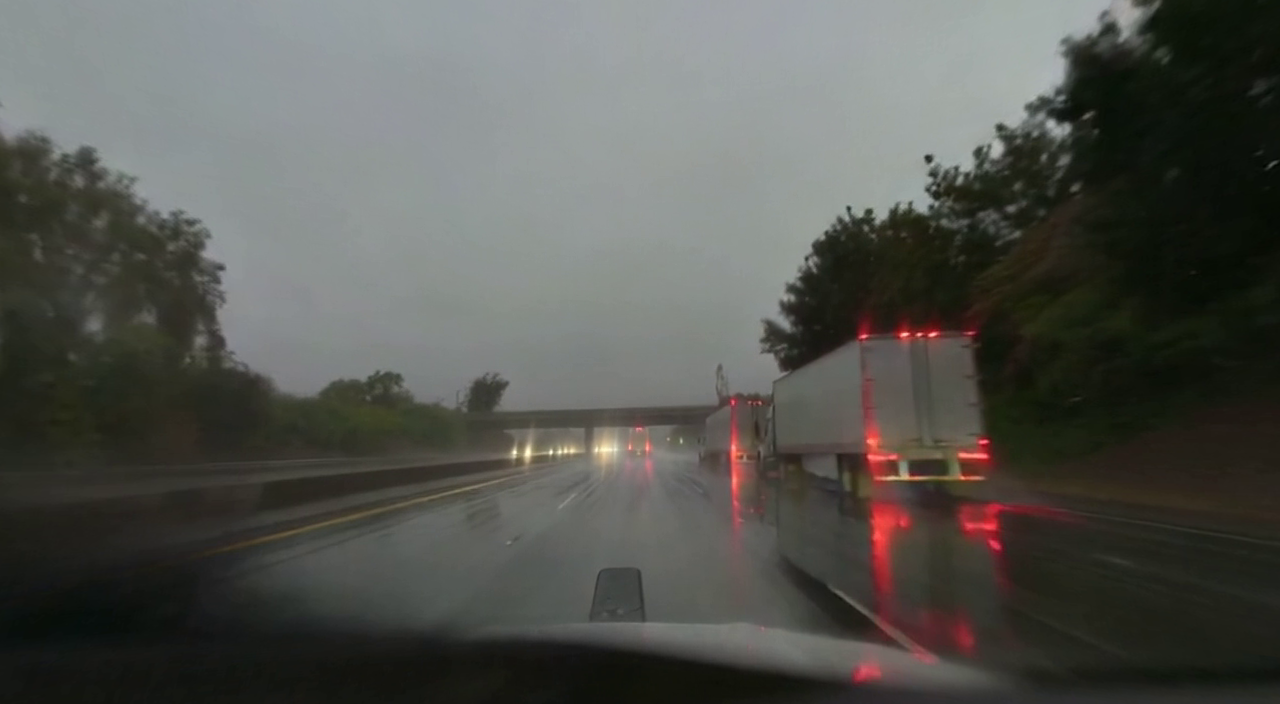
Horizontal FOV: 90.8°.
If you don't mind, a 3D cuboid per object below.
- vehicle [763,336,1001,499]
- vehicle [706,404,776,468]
[{"bbox_3d":[7.388,2.700,22.841,2.906,4.070,14.134,0,-9,0],"label":"vehicle"},{"bbox_3d":[7.219,6.515,47.785,2.937,4.105,14.800,0,-9,0],"label":"vehicle"}]
